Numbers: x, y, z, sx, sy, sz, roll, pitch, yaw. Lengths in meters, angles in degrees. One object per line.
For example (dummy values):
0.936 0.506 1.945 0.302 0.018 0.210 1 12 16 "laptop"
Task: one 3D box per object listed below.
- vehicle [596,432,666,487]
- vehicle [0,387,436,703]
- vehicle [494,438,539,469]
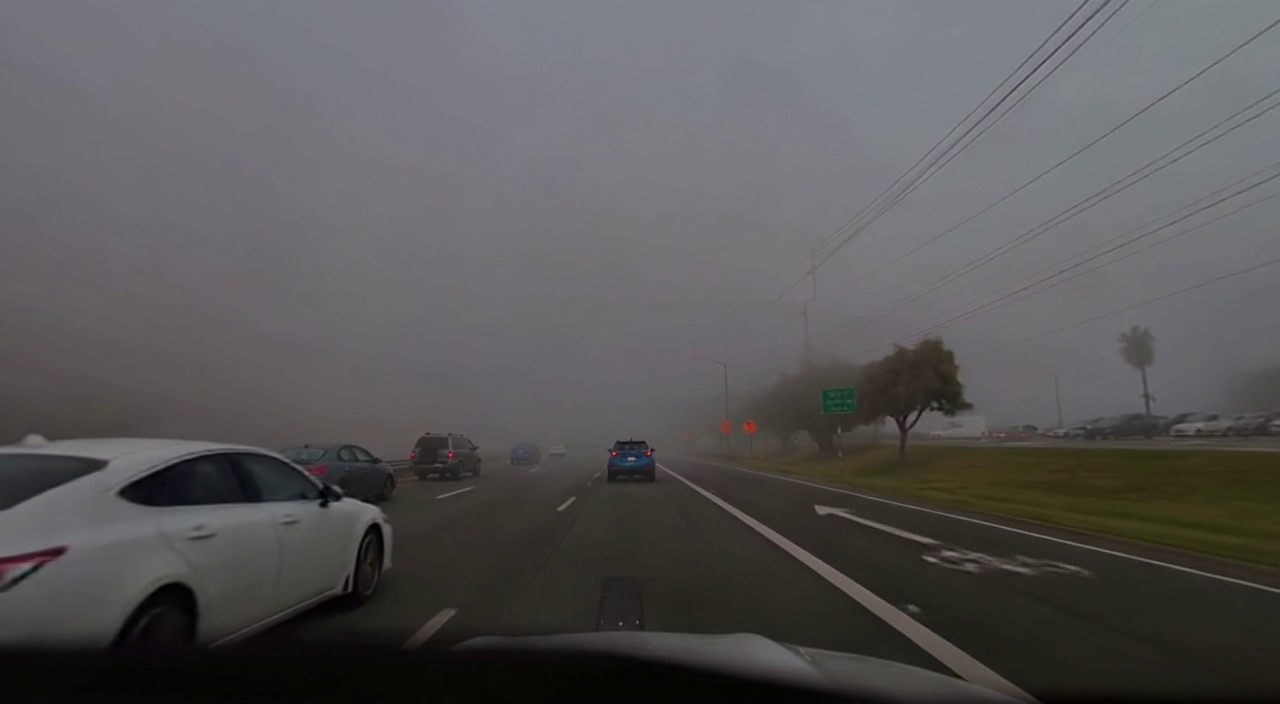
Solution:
-0.320 3.597 21.391 2.140 1.653 4.108 0 -8 -1 "vehicle"
-3.134 1.159 3.932 2.174 1.510 4.636 0 -8 0 "vehicle"
-7.432 6.137 38.435 1.914 1.756 4.179 0 -8 0 "vehicle"
